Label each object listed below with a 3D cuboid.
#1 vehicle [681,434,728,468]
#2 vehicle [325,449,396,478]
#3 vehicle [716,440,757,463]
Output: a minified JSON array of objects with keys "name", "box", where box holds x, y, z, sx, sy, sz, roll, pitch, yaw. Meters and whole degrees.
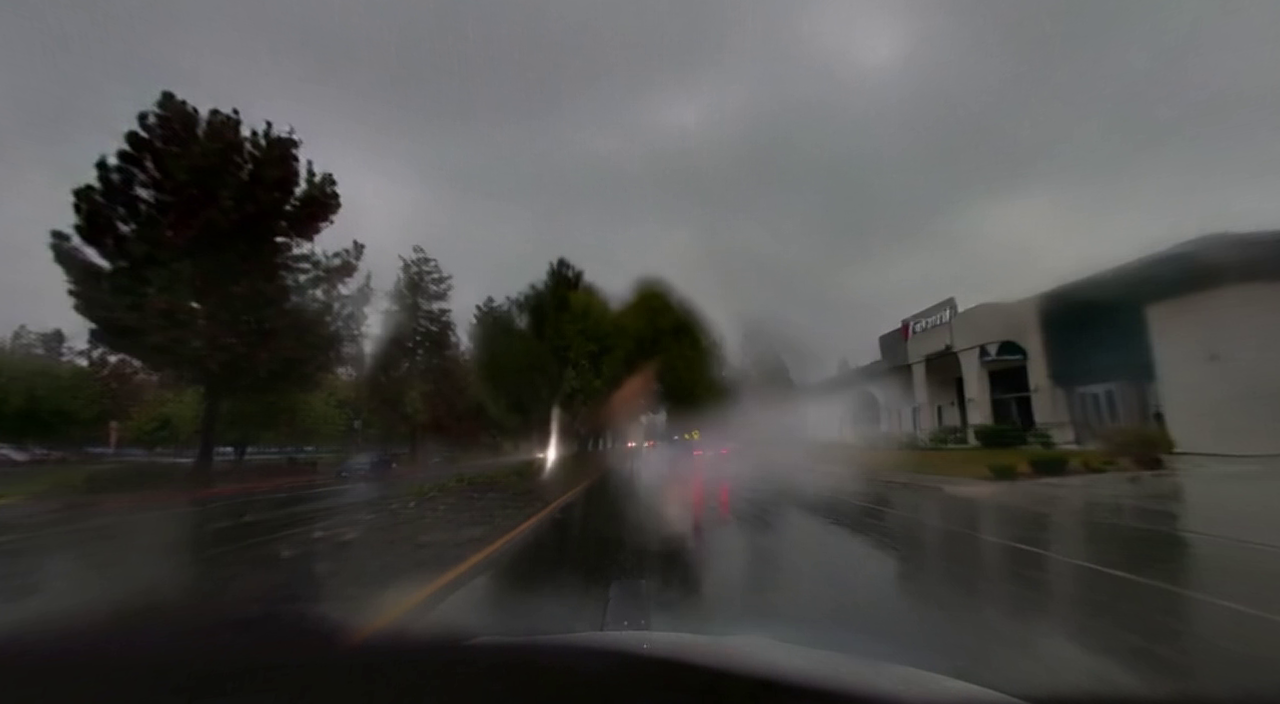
[{"name":"vehicle","box":[3.539,5.530,35.426,2.143,1.759,4.378,0,-8,-1]},{"name":"vehicle","box":[-16.401,6.535,37.335,2.009,1.540,4.849,0,-8,0]},{"name":"vehicle","box":[6.592,6.880,43.608,2.100,1.491,4.563,0,-8,0]}]
